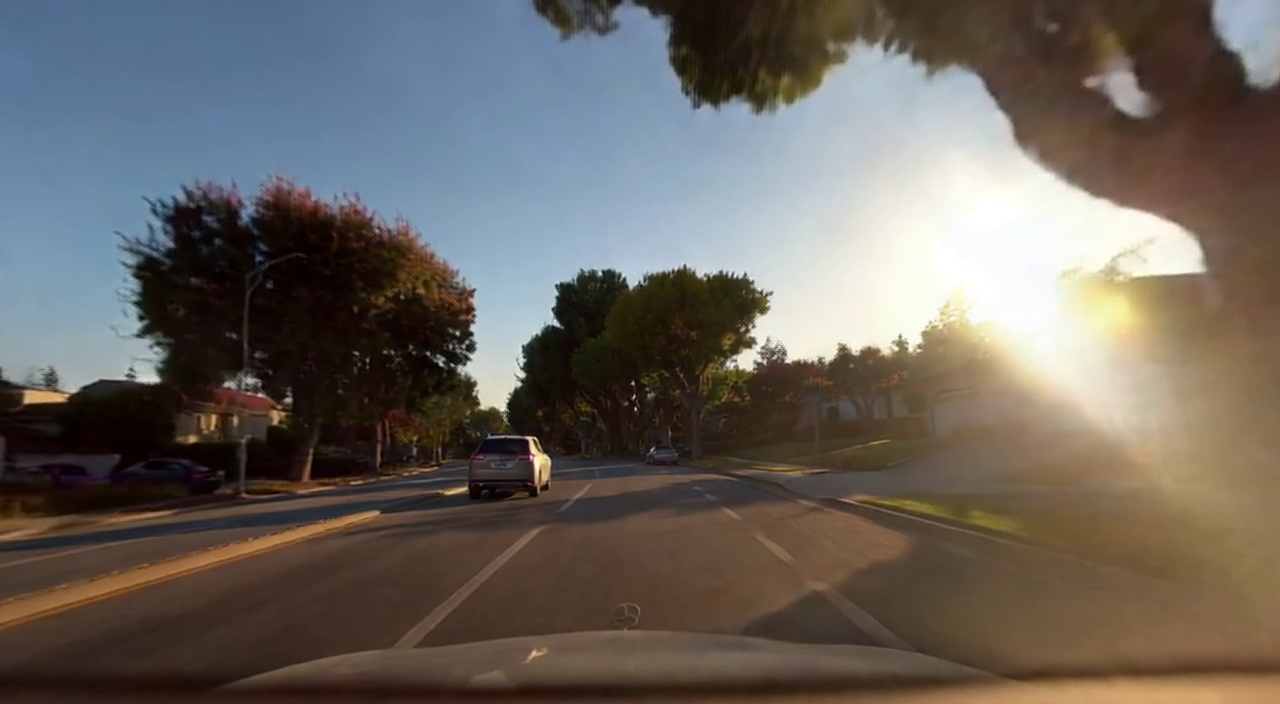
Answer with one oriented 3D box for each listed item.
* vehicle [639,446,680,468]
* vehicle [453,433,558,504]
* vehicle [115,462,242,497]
[{"bbox_3d":[1.336,7.475,45.242,1.928,1.447,4.386,1,-8,-12],"label":"vehicle"},{"bbox_3d":[-3.771,3.335,18.565,2.175,1.772,4.442,-1,-8,-1],"label":"vehicle"},{"bbox_3d":[-22.016,6.065,30.283,4.525,1.455,1.821,0,-8,-5],"label":"vehicle"}]
